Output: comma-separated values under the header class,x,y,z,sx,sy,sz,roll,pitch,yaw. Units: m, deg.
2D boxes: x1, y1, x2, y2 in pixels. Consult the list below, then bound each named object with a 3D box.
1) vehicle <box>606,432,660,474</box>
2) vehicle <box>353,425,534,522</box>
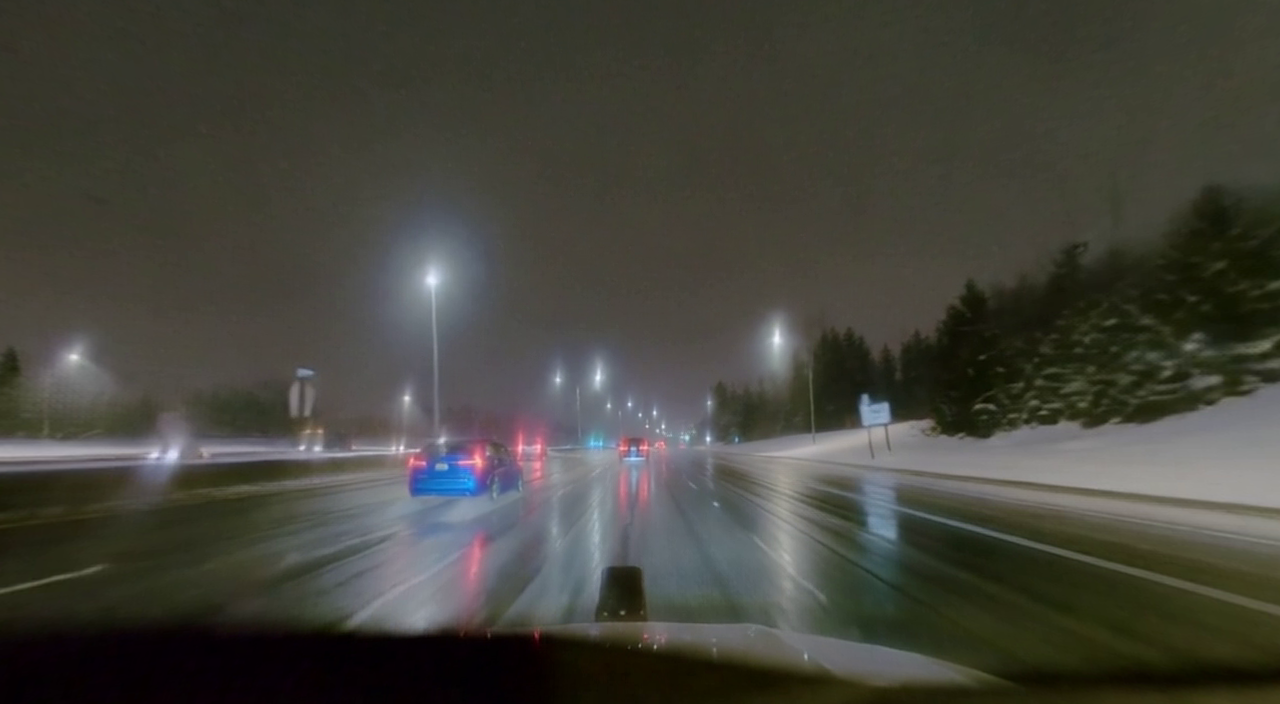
class,x,y,z,sx,sy,sz,roll,pitch,yaw
vehicle,-0.234,4.387,27.406,2.155,1.690,4.318,0,-8,1
vehicle,-3.659,2.358,12.754,2.124,1.607,4.531,0,-8,1
